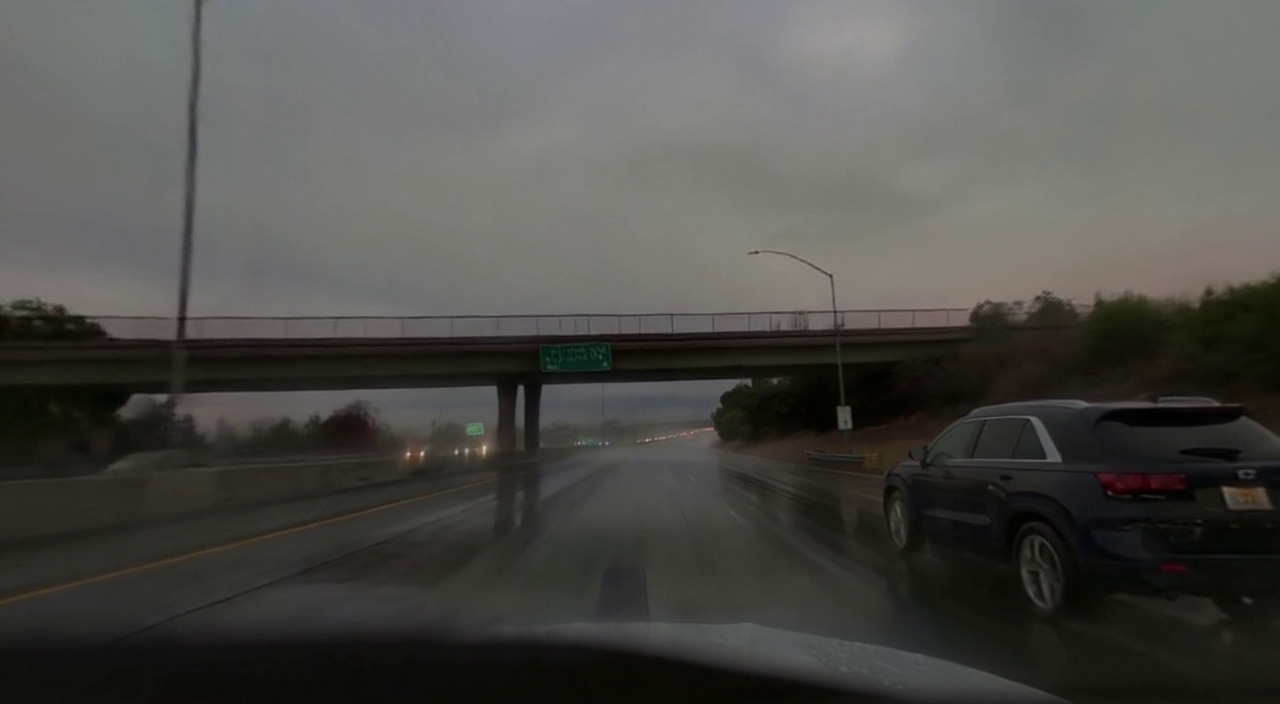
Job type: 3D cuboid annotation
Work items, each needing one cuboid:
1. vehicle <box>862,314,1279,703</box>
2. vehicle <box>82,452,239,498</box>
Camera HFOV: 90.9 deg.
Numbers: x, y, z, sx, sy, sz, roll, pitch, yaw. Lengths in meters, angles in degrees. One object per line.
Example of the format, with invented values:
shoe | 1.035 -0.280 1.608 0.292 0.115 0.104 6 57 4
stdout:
vehicle | 3.466 1.034 4.645 2.019 1.732 4.579 0 -8 1
vehicle | -17.565 4.487 23.467 1.979 1.476 4.794 -1 -8 2
